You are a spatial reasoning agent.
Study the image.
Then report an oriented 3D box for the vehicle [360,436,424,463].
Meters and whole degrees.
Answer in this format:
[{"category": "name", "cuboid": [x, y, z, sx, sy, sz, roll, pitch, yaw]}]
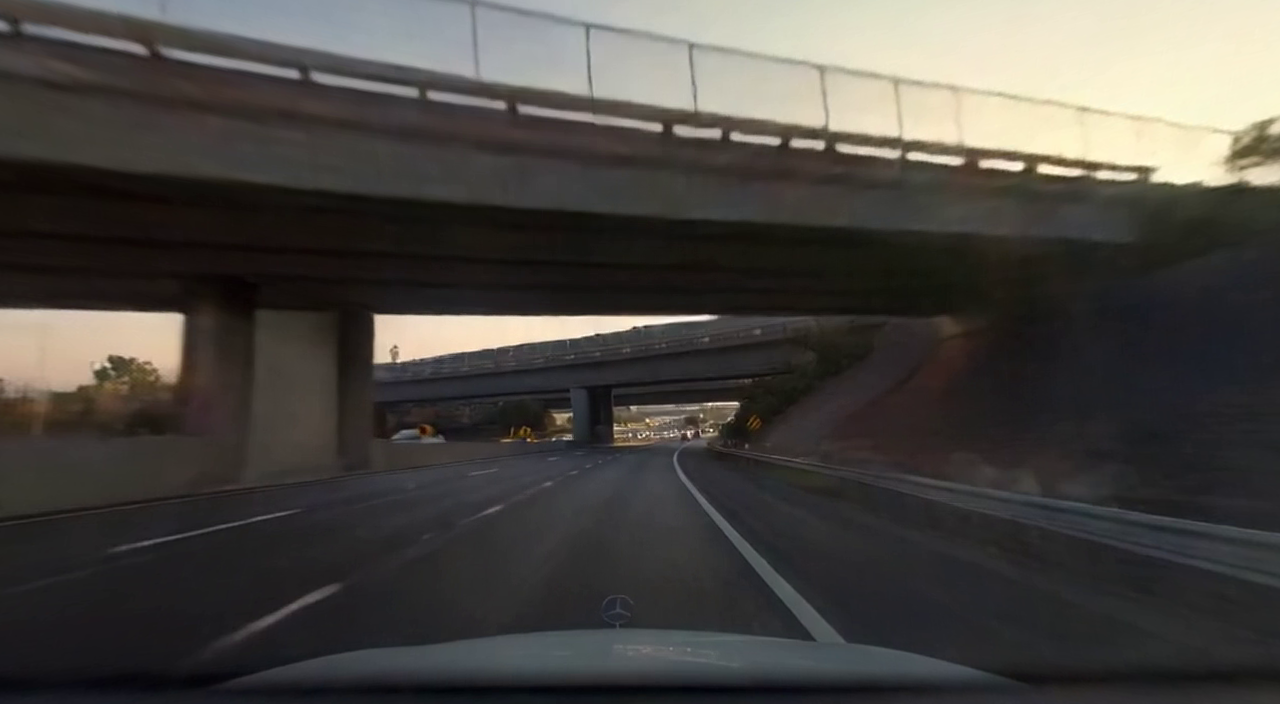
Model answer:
[{"category": "vehicle", "cuboid": [-16.362, 6.469, 41.873, 2.049, 1.670, 5.161, 0, -8, 2]}]
